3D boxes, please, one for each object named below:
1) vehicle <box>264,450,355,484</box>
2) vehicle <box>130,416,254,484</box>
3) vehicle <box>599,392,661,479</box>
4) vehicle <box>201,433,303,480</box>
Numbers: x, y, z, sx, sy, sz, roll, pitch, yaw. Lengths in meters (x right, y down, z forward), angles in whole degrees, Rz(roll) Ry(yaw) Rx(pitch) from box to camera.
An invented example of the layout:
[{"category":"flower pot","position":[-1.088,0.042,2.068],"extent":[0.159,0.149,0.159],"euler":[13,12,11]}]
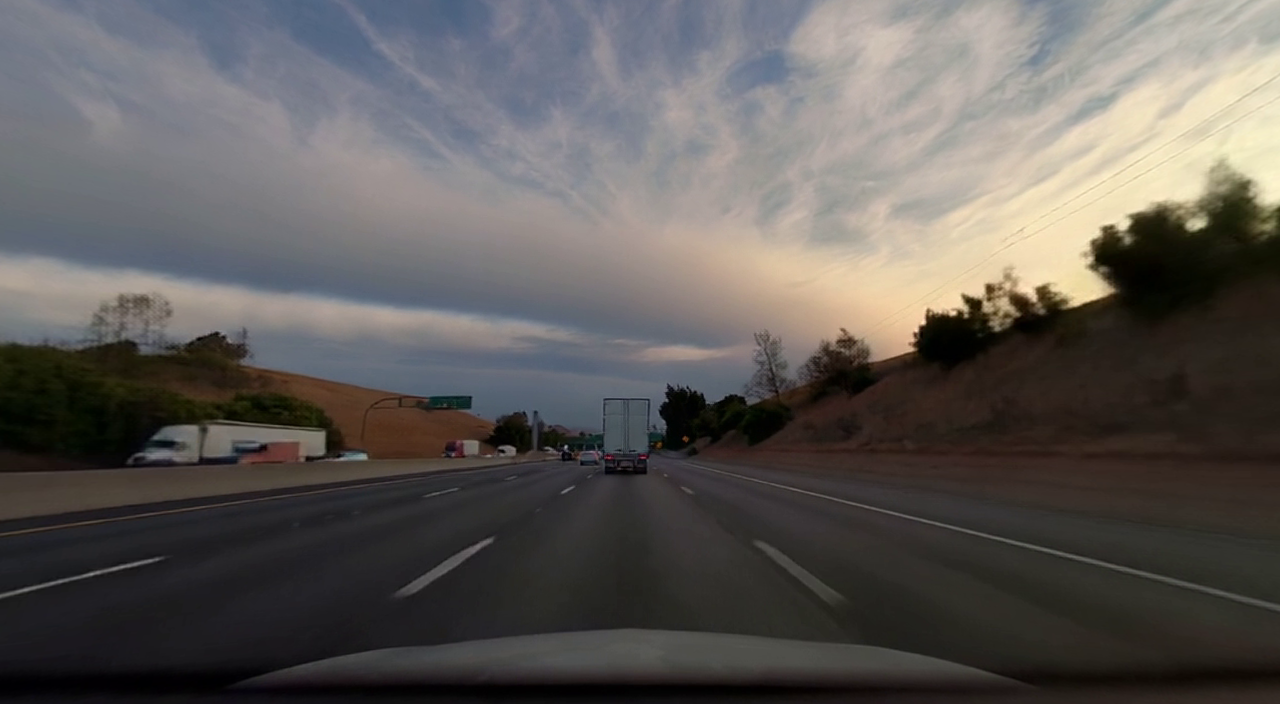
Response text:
[{"category":"vehicle","position":[-15.216,5.293,29.300],"extent":[1.964,1.411,4.245],"euler":[0,-9,-1]},{"category":"vehicle","position":[-27.041,5.983,38.489],"extent":[2.987,3.744,6.096],"euler":[0,-9,-1]},{"category":"vehicle","position":[-0.675,4.857,35.633],"extent":[2.875,4.056,12.312],"euler":[0,-9,-2]},{"category":"vehicle","position":[-22.635,6.125,37.117],"extent":[2.308,2.558,5.787],"euler":[0,-9,-1]}]
